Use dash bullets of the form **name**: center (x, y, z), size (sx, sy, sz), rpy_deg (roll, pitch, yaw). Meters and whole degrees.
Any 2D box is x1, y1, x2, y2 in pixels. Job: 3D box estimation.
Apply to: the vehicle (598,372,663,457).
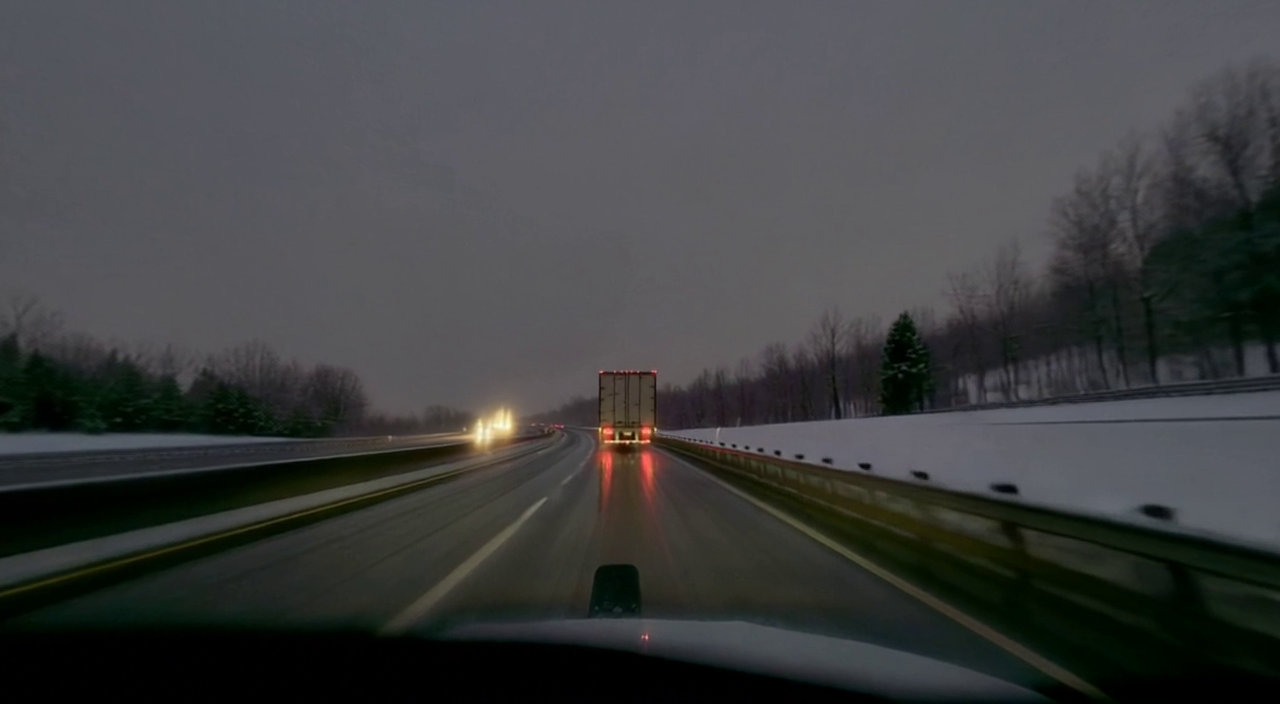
- **vehicle**: center (-0.687, 3.610, 34.671), size (3.023, 3.965, 10.402), rpy_deg (0, -8, -3)
